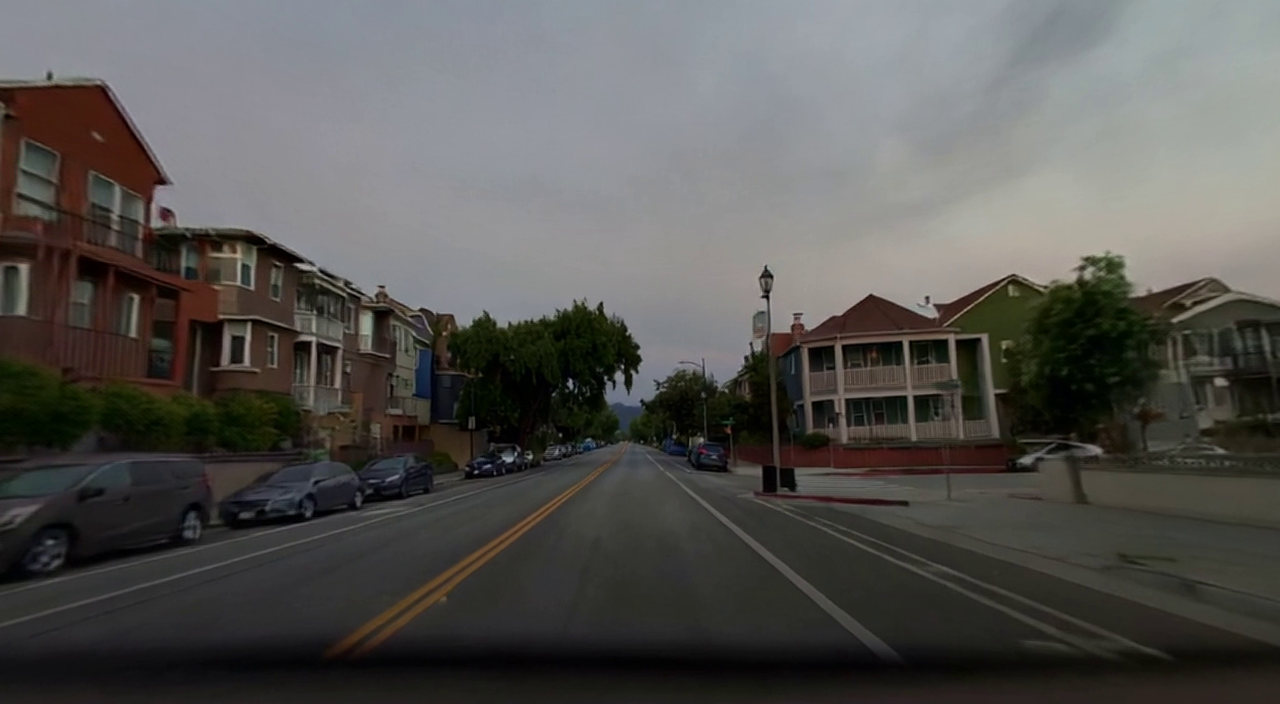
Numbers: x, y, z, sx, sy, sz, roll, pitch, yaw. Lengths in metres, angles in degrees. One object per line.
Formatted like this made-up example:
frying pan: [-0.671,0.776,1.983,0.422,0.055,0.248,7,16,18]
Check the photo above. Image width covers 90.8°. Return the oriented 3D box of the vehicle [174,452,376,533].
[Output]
vehicle: [-8.071,3.104,14.641,1.970,1.480,4.616,-1,-9,-1]

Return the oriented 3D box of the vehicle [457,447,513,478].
vehicle: [-8.135,5.814,33.496,1.967,1.517,4.360,0,-9,-1]

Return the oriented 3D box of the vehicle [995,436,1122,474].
vehicle: [20.092,4.971,30.498,4.568,1.727,2.199,0,-9,-2]

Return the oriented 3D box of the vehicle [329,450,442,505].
vehicle: [-7.988,3.941,20.341,1.836,1.474,4.565,-2,-8,-1]

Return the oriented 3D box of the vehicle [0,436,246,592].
vehicle: [-8.041,2.133,9.133,1.919,1.698,4.328,-1,-9,-1]

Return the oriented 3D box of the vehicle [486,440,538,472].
vehicle: [-7.883,6.492,39.456,2.283,1.853,4.903,-1,-9,-1]

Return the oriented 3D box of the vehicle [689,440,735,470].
vehicle: [4.258,6.173,38.003,2.034,1.674,4.271,0,-9,-3]
